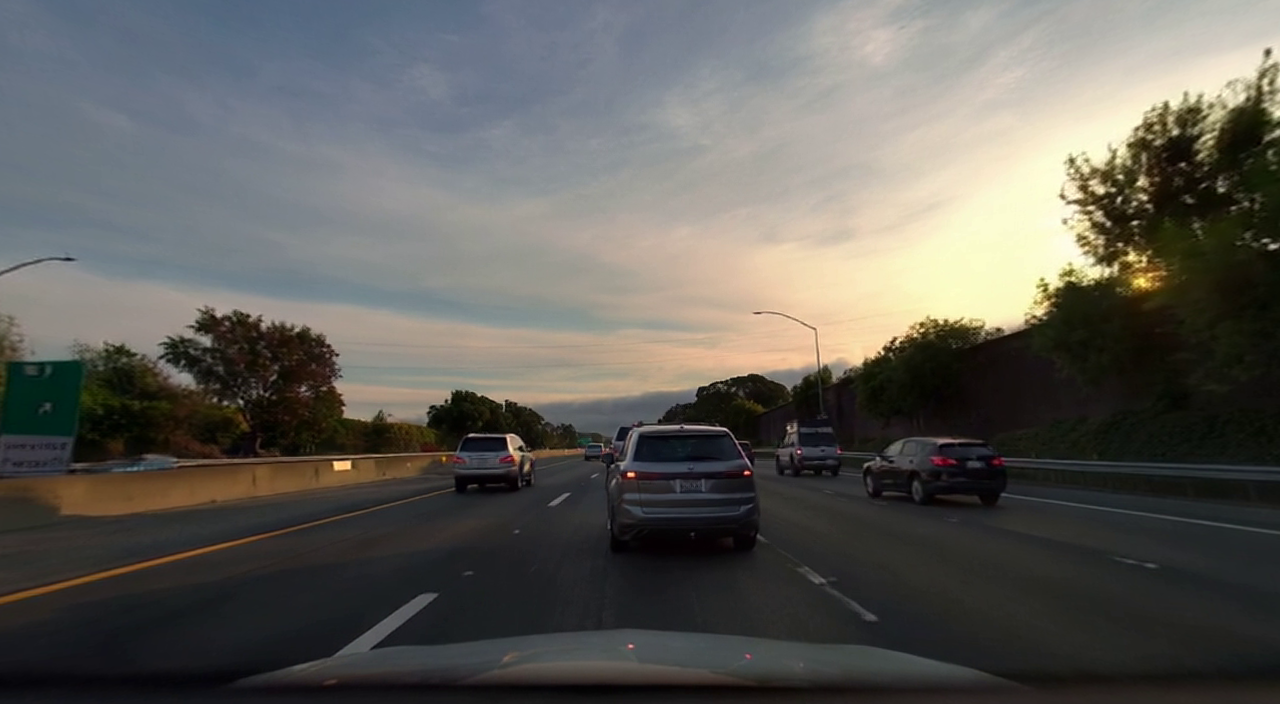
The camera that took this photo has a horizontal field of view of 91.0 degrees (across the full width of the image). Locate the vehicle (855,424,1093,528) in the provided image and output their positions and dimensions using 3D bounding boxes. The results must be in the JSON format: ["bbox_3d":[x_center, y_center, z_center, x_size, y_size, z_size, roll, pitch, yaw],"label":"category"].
[{"bbox_3d":[6.131,2.329,12.352,1.972,1.647,4.429,1,-9,-4],"label":"vehicle"}]

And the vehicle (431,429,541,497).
[{"bbox_3d":[-4.400,3.259,18.827,2.047,1.755,4.638,0,-9,1],"label":"vehicle"}]

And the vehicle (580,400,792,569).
[{"bbox_3d":[0.341,1.691,8.656,2.230,1.740,3.976,1,-9,-4],"label":"vehicle"}]

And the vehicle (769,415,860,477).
[{"bbox_3d":[7.705,4.292,28.596,2.390,2.503,5.788,0,-9,0],"label":"vehicle"}]

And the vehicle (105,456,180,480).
[{"bbox_3d":[-36.217,8.450,45.990,1.898,1.623,4.263,0,-9,1],"label":"vehicle"}]
